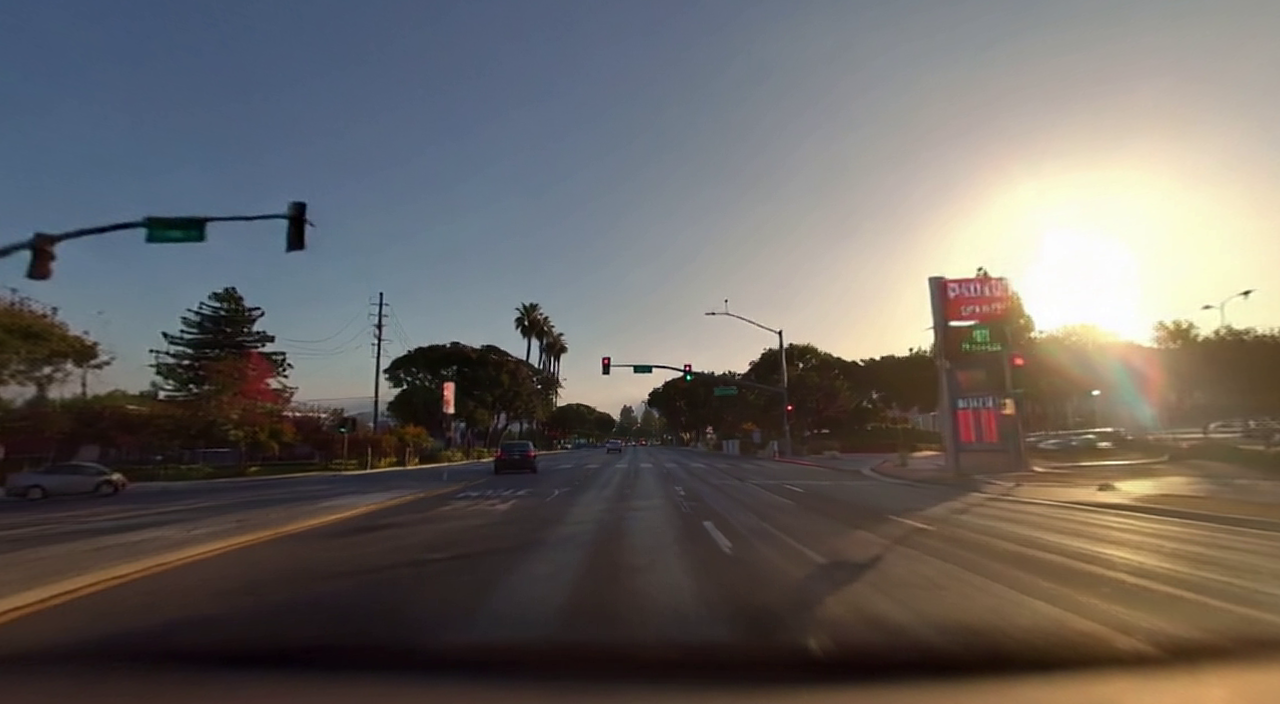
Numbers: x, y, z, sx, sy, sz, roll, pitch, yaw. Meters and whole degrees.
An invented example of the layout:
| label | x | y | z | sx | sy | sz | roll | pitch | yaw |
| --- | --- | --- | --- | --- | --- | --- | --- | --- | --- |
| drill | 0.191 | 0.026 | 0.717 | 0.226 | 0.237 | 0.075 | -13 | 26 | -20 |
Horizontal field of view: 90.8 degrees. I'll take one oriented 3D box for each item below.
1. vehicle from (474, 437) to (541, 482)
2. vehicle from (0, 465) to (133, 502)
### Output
| label | x | y | z | sx | sy | sz | roll | pitch | yaw |
| --- | --- | --- | --- | --- | --- | --- | --- | --- | --- |
| vehicle | -5.333 | 4.217 | 25.081 | 1.990 | 1.639 | 3.885 | 3 | -9 | -21 |
| vehicle | -25.163 | 5.631 | 27.204 | 4.854 | 1.406 | 2.060 | 0 | -8 | 0 |
